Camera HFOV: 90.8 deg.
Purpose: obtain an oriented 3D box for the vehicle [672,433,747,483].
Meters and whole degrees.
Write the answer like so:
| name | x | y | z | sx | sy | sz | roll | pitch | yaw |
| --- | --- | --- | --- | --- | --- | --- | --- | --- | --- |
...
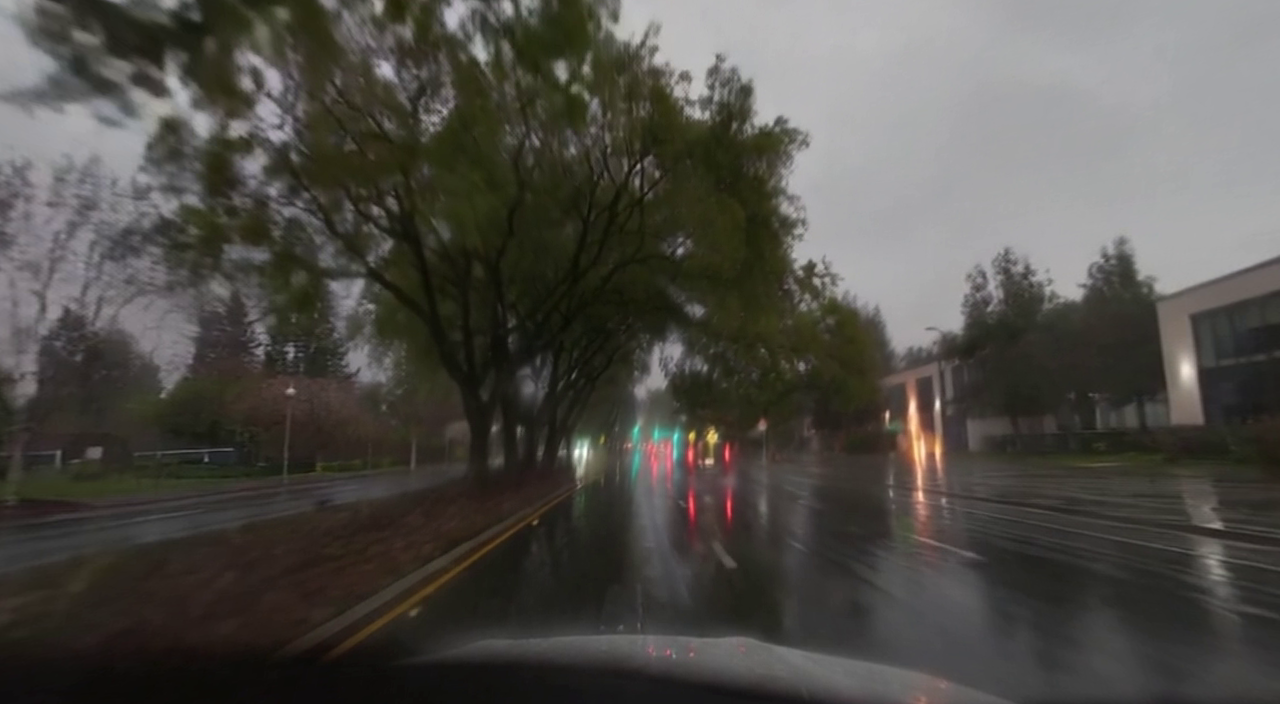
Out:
| name | x | y | z | sx | sy | sz | roll | pitch | yaw |
| --- | --- | --- | --- | --- | --- | --- | --- | --- | --- |
| vehicle | 2.548 | 4.066 | 24.522 | 2.240 | 1.740 | 4.605 | 0 | -8 | -2 |
